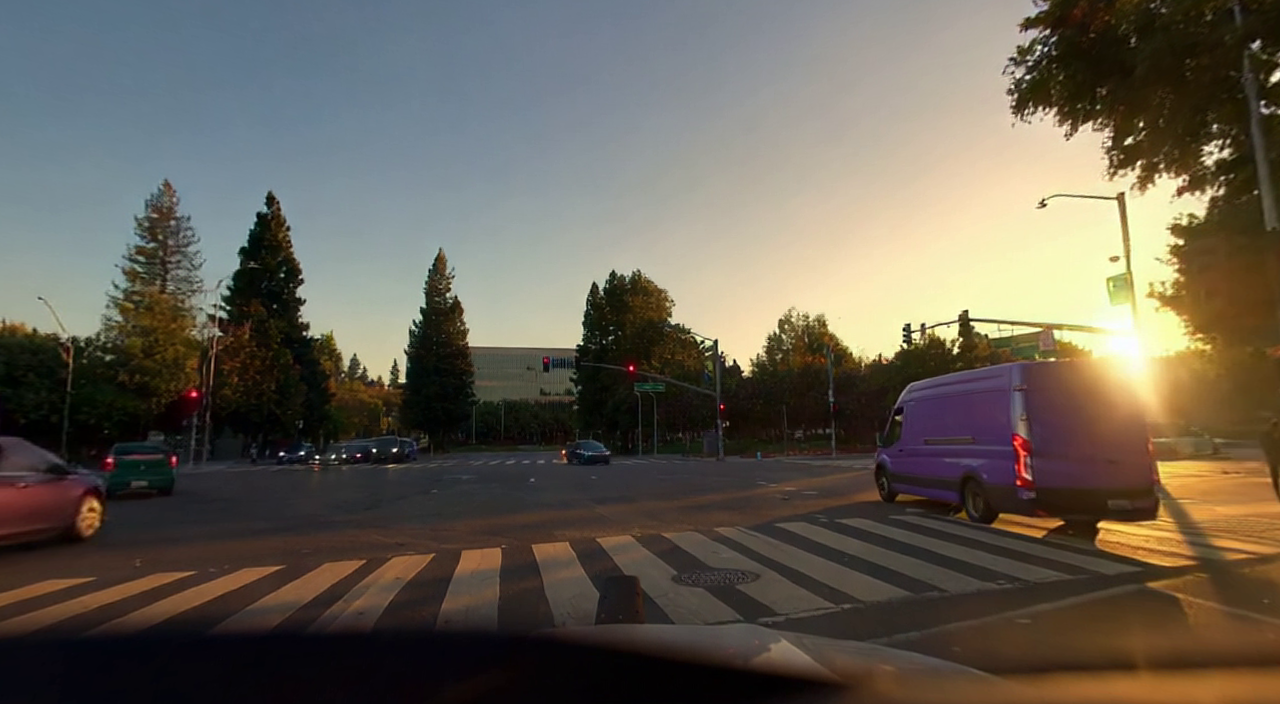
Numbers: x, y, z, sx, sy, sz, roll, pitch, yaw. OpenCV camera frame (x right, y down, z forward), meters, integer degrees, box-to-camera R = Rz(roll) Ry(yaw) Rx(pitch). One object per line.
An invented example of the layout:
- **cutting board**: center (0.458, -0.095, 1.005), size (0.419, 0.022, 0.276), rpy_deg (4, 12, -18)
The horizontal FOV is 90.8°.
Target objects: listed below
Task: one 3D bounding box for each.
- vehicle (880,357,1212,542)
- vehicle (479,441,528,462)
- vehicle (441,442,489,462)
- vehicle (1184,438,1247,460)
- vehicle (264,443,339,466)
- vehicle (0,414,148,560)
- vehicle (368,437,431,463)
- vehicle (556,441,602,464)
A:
- **vehicle**: center (6.553, 1.715, 11.343), size (2.332, 2.511, 5.326), rpy_deg (0, -9, 0)
- **vehicle**: center (-10.154, 7.469, 47.400), size (2.097, 1.484, 4.596), rpy_deg (-1, -9, 8)
- **vehicle**: center (-13.189, 7.590, 47.854), size (1.845, 1.426, 4.289), rpy_deg (-1, -9, 8)
- **vehicle**: center (39.050, 6.556, 42.850), size (4.010, 1.452, 1.800), rpy_deg (5, -10, -29)
- **vehicle**: center (-21.841, 6.644, 40.998), size (1.859, 1.415, 4.591), rpy_deg (-1, -9, 8)
- **vehicle**: center (-8.457, 1.595, 7.539), size (2.115, 1.653, 4.553), rpy_deg (1, -9, -11)
- **vehicle**: center (-17.388, 7.148, 46.005), size (2.189, 1.753, 4.785), rpy_deg (-1, -9, 8)
- **vehicle**: center (-4.003, 6.501, 41.024), size (1.907, 1.409, 3.909), rpy_deg (3, -9, -21)
